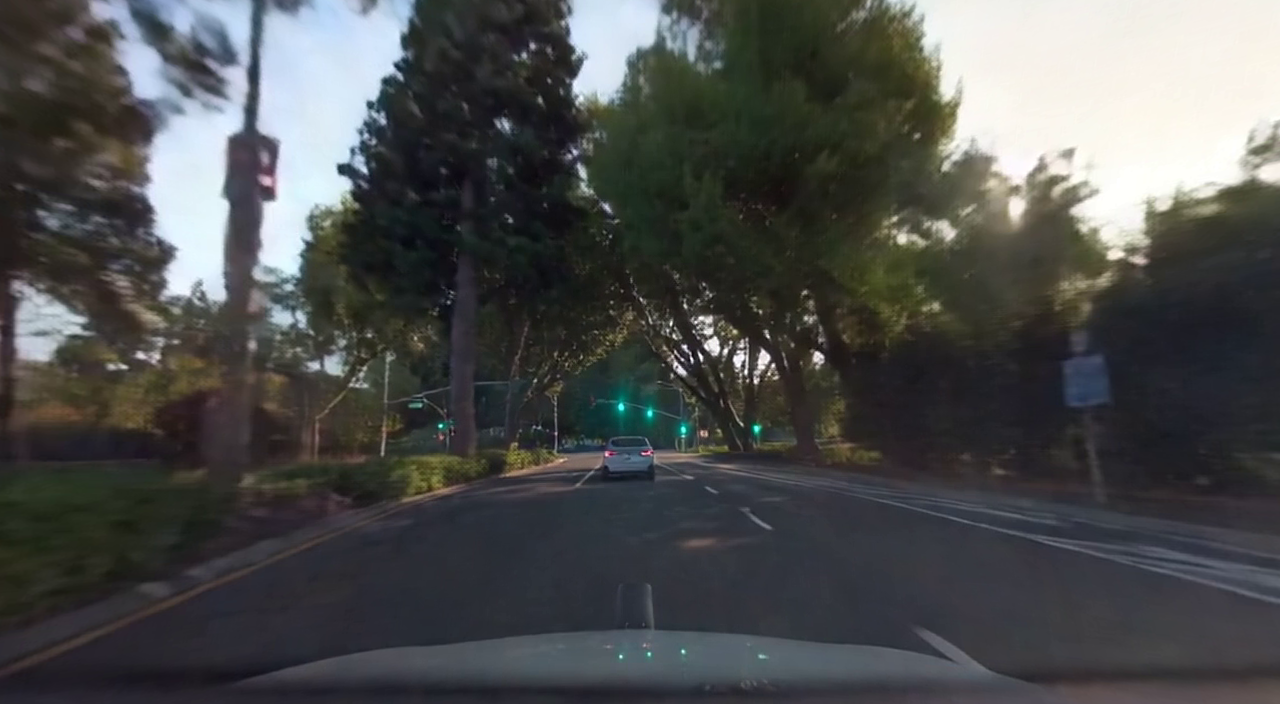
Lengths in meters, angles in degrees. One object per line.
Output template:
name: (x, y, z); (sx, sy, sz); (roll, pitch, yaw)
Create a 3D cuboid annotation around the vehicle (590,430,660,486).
vehicle: (-0.513, 3.648, 21.994); (2.192, 1.734, 4.176); (0, -9, -1)
